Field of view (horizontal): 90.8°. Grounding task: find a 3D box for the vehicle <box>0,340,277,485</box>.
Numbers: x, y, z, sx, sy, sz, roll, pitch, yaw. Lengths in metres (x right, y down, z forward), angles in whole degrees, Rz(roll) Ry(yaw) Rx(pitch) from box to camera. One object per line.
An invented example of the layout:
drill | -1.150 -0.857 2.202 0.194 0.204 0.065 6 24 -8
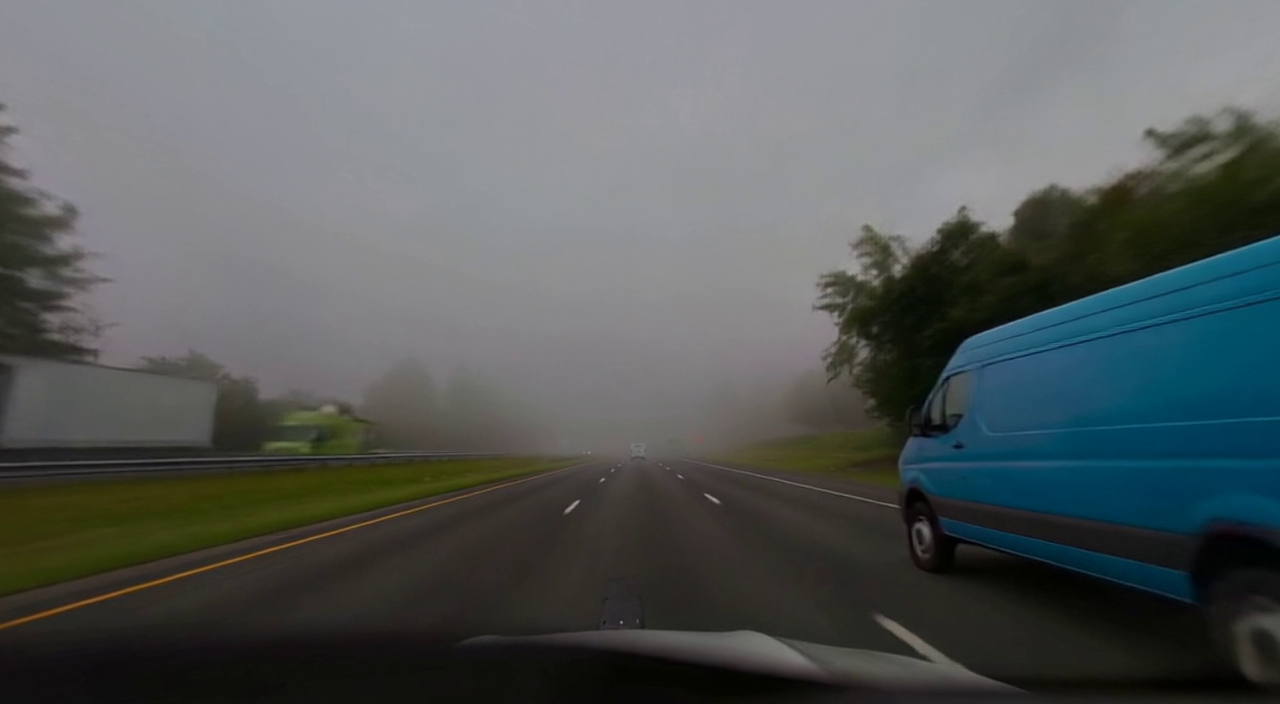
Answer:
vehicle | -19.595 2.693 24.105 2.911 4.029 14.611 0 -9 -1

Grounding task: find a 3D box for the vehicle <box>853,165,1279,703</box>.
vehicle | 4.020 0.740 4.527 2.552 2.524 6.630 0 -9 -1

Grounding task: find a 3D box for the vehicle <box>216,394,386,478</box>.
vehicle | -13.129 3.439 25.383 2.779 2.856 7.264 0 -9 0
